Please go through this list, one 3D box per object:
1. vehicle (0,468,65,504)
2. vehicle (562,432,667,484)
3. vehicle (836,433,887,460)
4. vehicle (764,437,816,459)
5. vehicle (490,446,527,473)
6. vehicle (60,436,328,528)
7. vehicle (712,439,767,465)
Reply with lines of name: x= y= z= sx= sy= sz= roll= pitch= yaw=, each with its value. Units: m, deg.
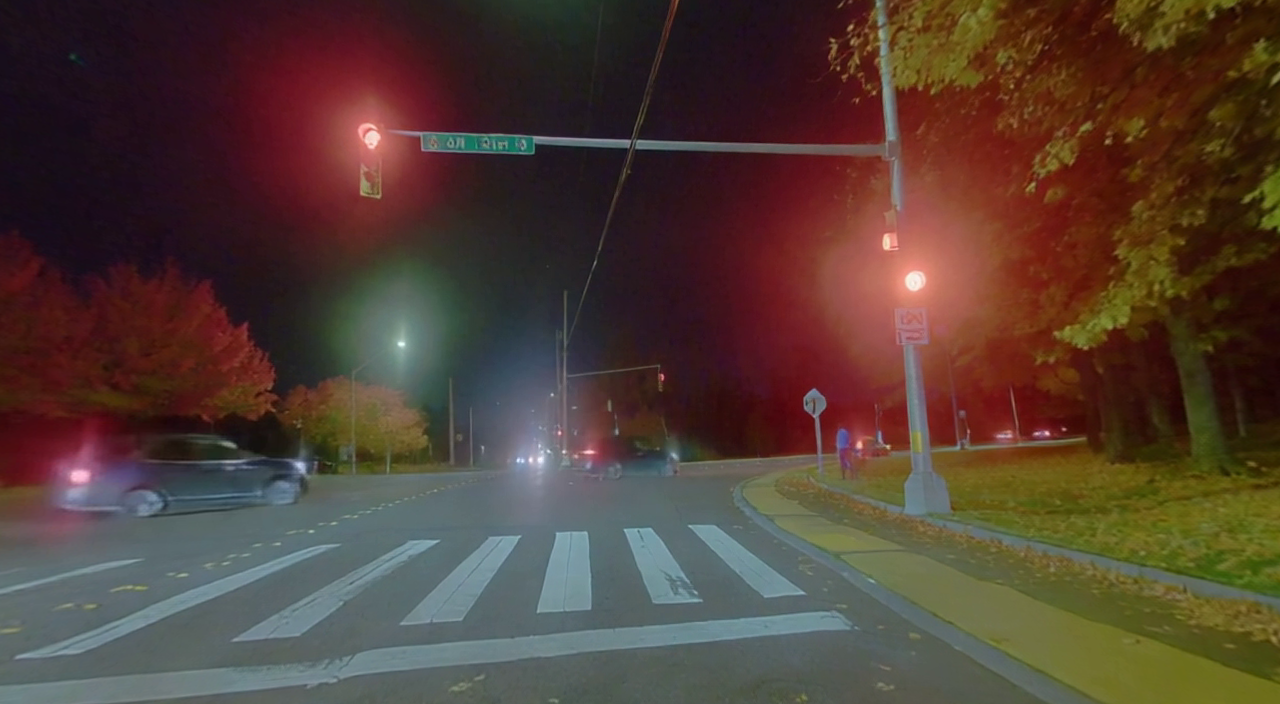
vehicle: x=-30.309 y=6.459 z=30.363 sx=1.800 sy=1.520 sz=3.968 roll=2 pitch=-9 yaw=-13
vehicle: x=-0.954 y=4.324 z=25.772 sx=1.942 sy=1.920 sz=4.263 roll=-8 pitch=-11 yaw=39
vehicle: x=16.163 y=6.873 z=45.602 sx=1.988 sy=1.853 sz=4.314 roll=-8 pitch=-11 yaw=40
vehicle: x=11.969 y=7.653 z=49.913 sx=1.979 sy=1.659 sz=4.907 roll=-8 pitch=-11 yaw=39
vehicle: x=-8.846 y=7.249 z=42.397 sx=1.832 sy=1.674 sz=3.805 roll=0 pitch=-9 yaw=-2
vehicle: x=-10.557 y=3.009 z=15.237 sx=2.036 sy=1.849 sz=4.811 roll=-7 pitch=-11 yaw=39
vehicle: x=7.012 y=6.994 z=43.920 sx=1.867 sy=1.743 sz=4.259 roll=-8 pitch=-11 yaw=40
